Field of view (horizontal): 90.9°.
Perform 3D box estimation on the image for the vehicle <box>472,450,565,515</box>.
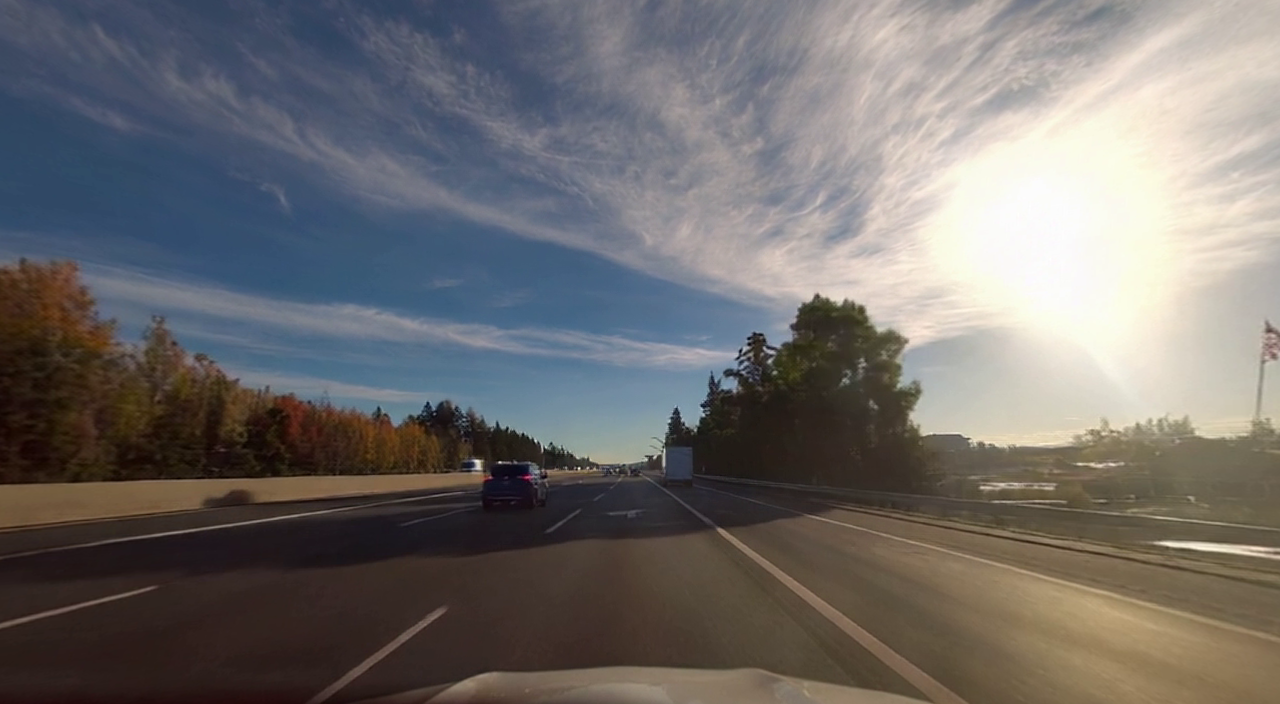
[{"bbox_3d":[-3.816,4.237,20.713,2.036,1.835,4.888,1,-10,0],"label":"vehicle"}]
